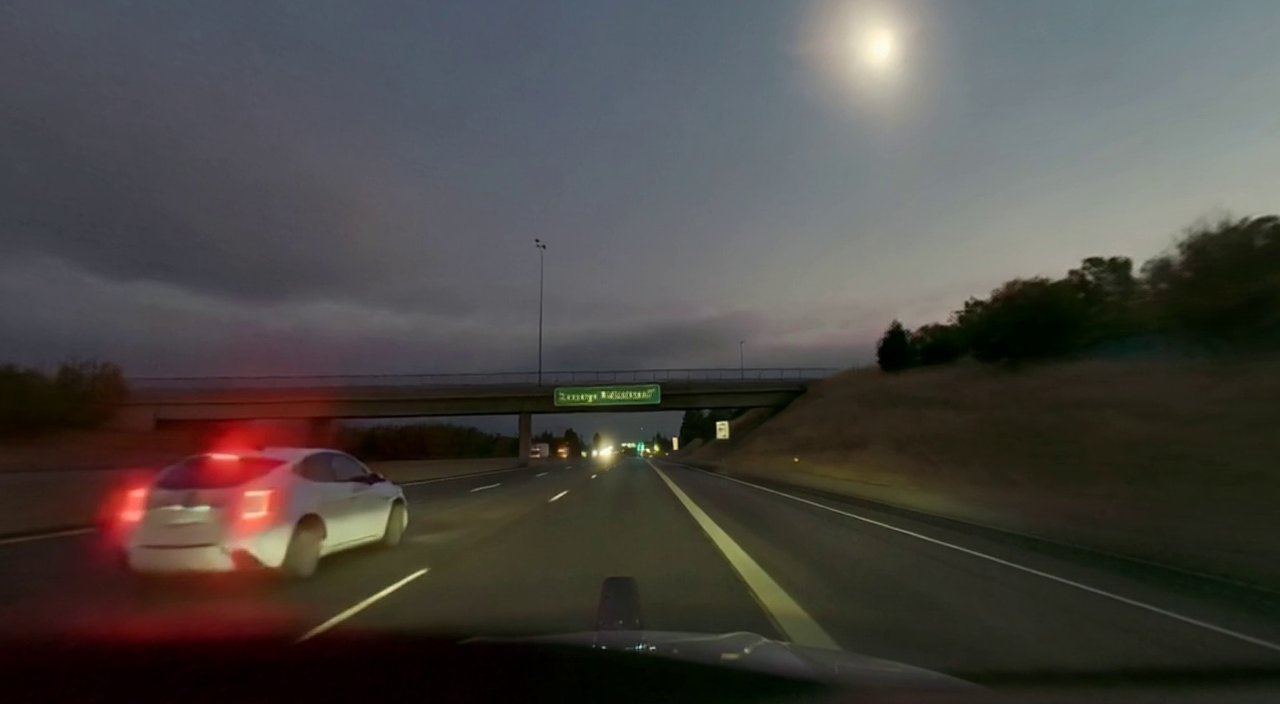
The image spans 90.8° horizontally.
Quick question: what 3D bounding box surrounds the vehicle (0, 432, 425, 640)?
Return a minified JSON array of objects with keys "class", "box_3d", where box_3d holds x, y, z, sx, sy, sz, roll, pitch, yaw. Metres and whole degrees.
[{"class":"vehicle","box_3d":[-4.043,1.675,6.750,1.992,1.504,4.117,0,-9,0]}]
